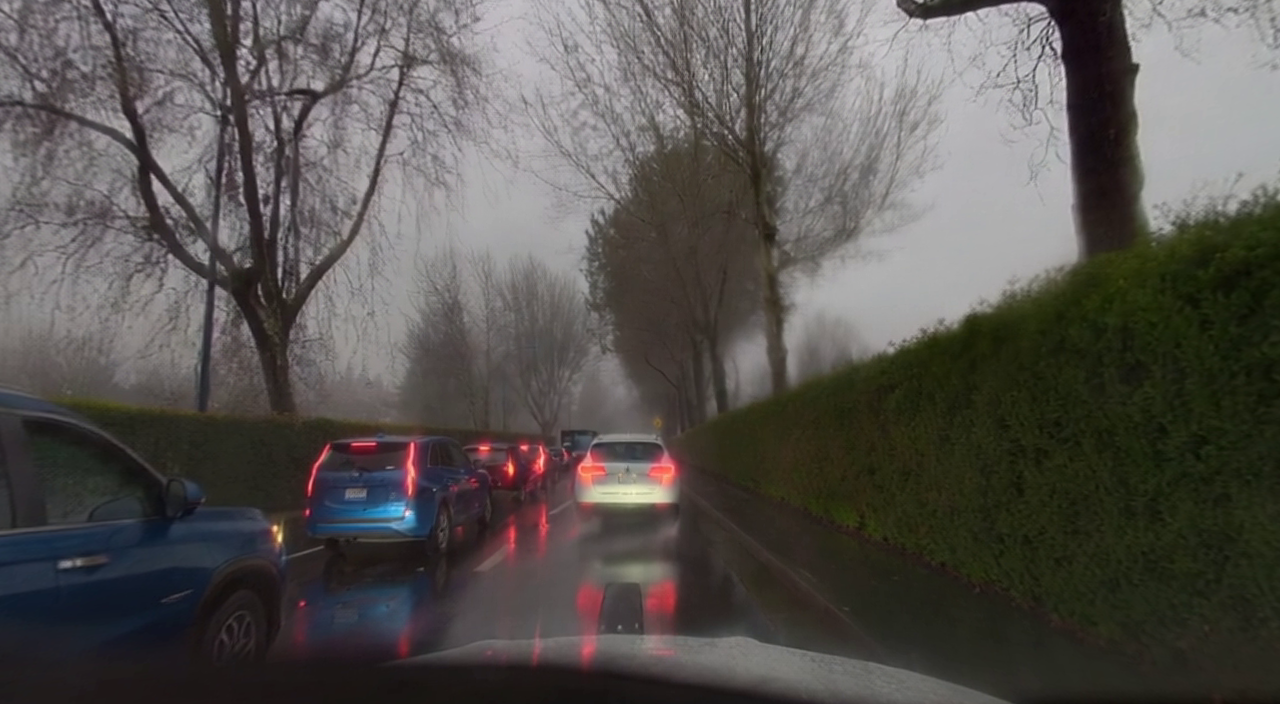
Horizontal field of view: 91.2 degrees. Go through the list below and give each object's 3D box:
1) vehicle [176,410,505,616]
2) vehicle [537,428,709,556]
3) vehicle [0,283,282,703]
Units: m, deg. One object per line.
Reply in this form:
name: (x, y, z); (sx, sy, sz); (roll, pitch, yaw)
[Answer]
vehicle: (-3.411, 1.870, 8.291); (2.256, 1.728, 4.421); (-6, -8, -2)
vehicle: (-0.252, 2.084, 9.963); (2.154, 1.581, 4.007); (0, -9, -1)
vehicle: (-3.285, 0.674, 1.212); (2.205, 1.913, 5.327); (-5, -8, -2)
